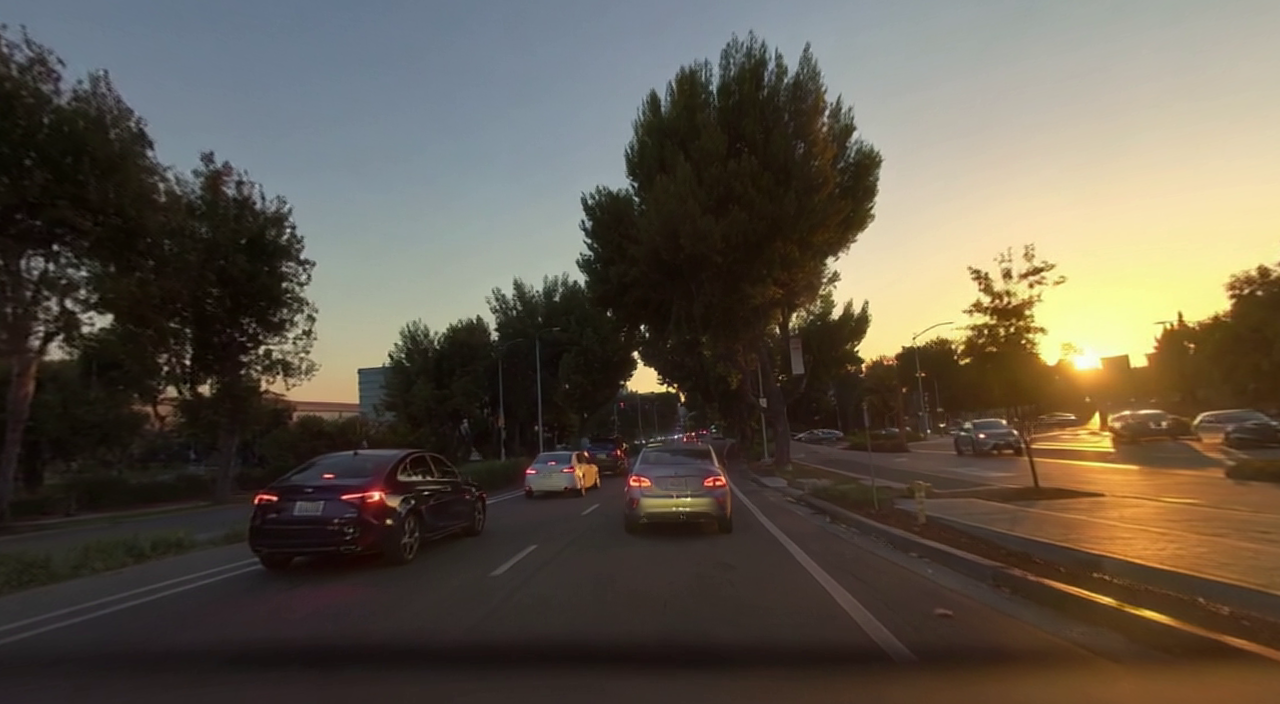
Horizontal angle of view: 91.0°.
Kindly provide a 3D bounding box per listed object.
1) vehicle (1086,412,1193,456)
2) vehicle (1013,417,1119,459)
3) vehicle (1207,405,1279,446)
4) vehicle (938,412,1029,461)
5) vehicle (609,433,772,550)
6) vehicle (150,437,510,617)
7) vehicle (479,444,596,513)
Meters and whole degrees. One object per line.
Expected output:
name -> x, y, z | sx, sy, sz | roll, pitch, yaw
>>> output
vehicle -> 20.826, 3.461, 26.481 | 1.902, 1.529, 3.937 | -7, -9, 14
vehicle -> 18.169, 3.737, 27.104 | 1.803, 1.518, 3.893 | -6, -9, 2
vehicle -> 25.004, 3.003, 25.277 | 1.641, 1.497, 3.568 | -2, -9, 13
vehicle -> 14.846, 3.761, 27.559 | 2.288, 1.933, 4.612 | -2, -9, 14
vehicle -> 0.777, 2.172, 10.481 | 2.142, 1.528, 4.133 | -1, -9, 3
vehicle -> -3.131, 1.828, 7.592 | 1.940, 1.502, 4.241 | -1, -9, 4
vehicle -> -2.435, 3.139, 16.160 | 1.870, 1.490, 4.187 | -1, -9, 6
